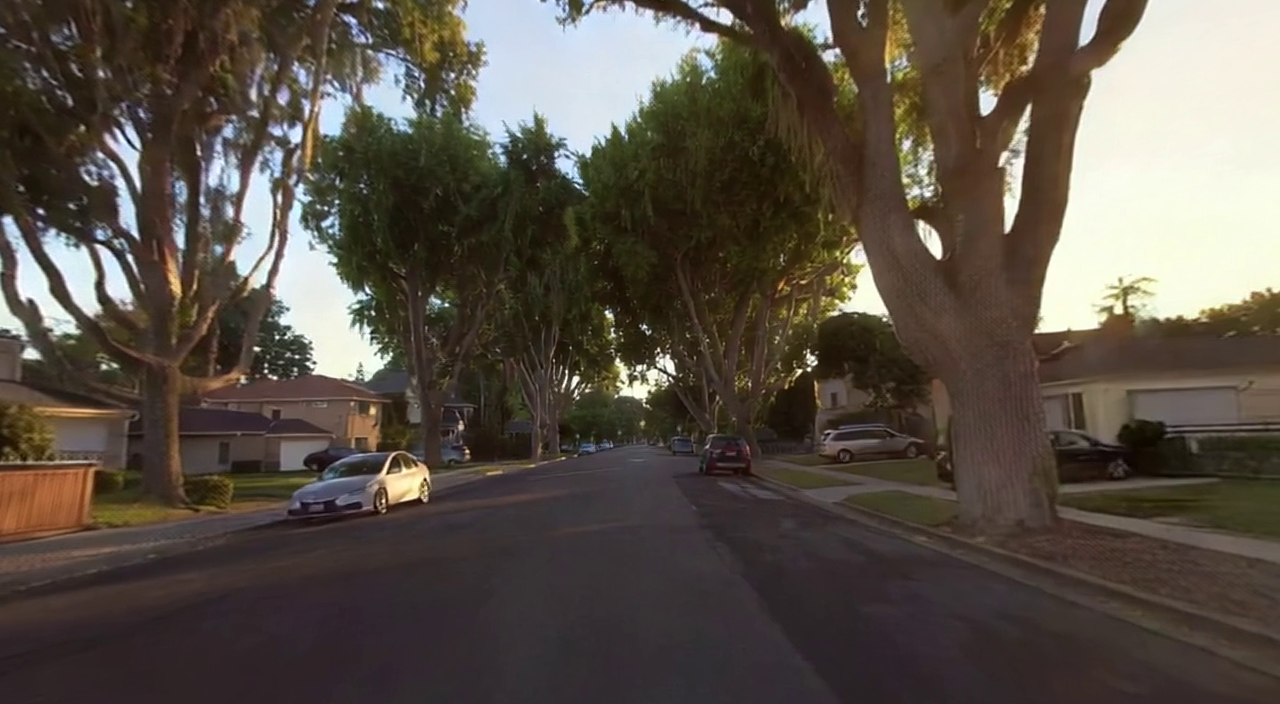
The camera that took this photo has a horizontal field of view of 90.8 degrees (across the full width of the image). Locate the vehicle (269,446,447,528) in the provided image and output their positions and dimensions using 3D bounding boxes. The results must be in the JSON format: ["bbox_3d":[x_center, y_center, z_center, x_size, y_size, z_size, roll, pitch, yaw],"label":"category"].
[{"bbox_3d":[-6.303,3.003,14.764,2.099,1.399,4.357,-4,-8,1],"label":"vehicle"}]

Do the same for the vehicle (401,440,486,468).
[{"bbox_3d":[-12.941,6.738,41.837,4.928,1.797,1.981,0,-8,1],"label":"vehicle"}]

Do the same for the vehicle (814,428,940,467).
[{"bbox_3d":[10.545,4.327,28.535,5.041,1.486,1.969,-4,-9,14],"label":"vehicle"}]

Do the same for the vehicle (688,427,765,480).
[{"bbox_3d":[3.268,3.992,25.034,2.241,1.875,5.059,0,-8,-1],"label":"vehicle"}]
